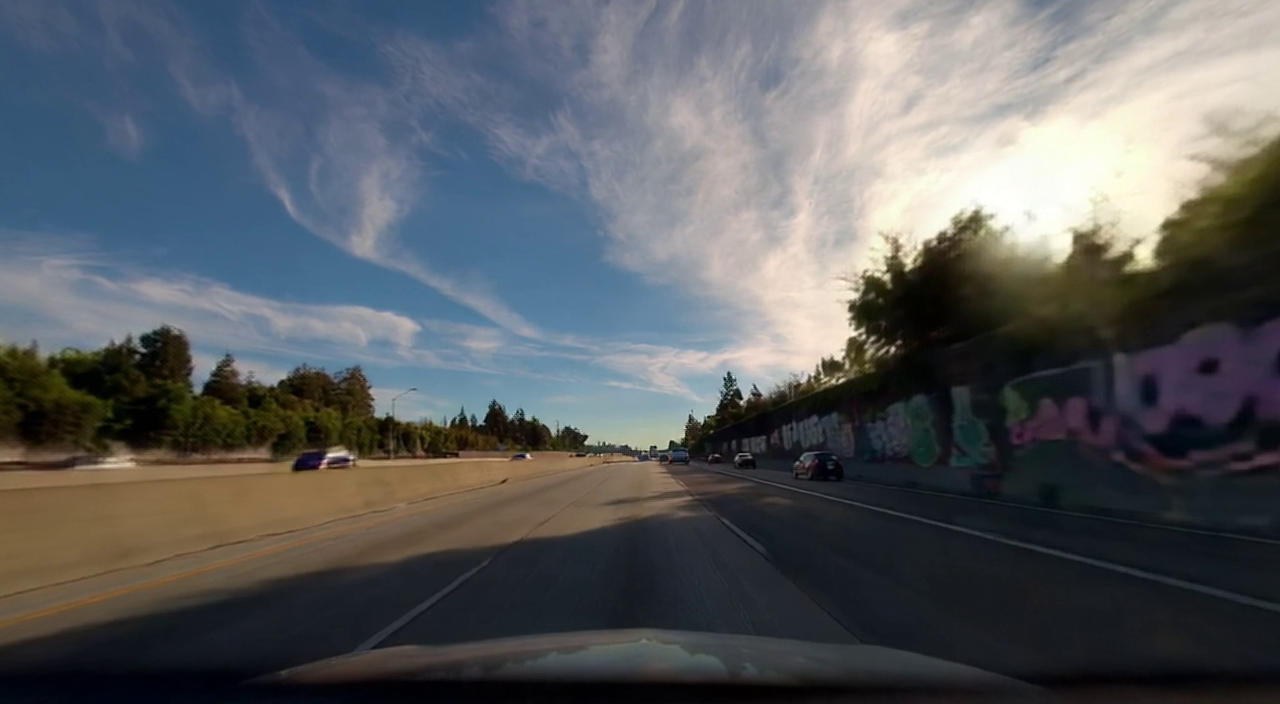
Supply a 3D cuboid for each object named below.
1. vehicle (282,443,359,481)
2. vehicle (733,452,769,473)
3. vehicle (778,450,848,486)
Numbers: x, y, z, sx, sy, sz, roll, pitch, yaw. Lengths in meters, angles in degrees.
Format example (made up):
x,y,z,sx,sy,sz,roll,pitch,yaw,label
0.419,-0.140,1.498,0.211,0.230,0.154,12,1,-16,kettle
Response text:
x,y,z,sx,sy,sz,roll,pitch,yaw,label
-18.923,6.539,37.574,2.077,2.106,4.613,0,-9,1,vehicle
8.220,8.254,47.092,1.842,1.475,4.479,0,-9,0,vehicle
7.846,5.275,29.045,1.907,1.495,4.517,0,-9,0,vehicle
